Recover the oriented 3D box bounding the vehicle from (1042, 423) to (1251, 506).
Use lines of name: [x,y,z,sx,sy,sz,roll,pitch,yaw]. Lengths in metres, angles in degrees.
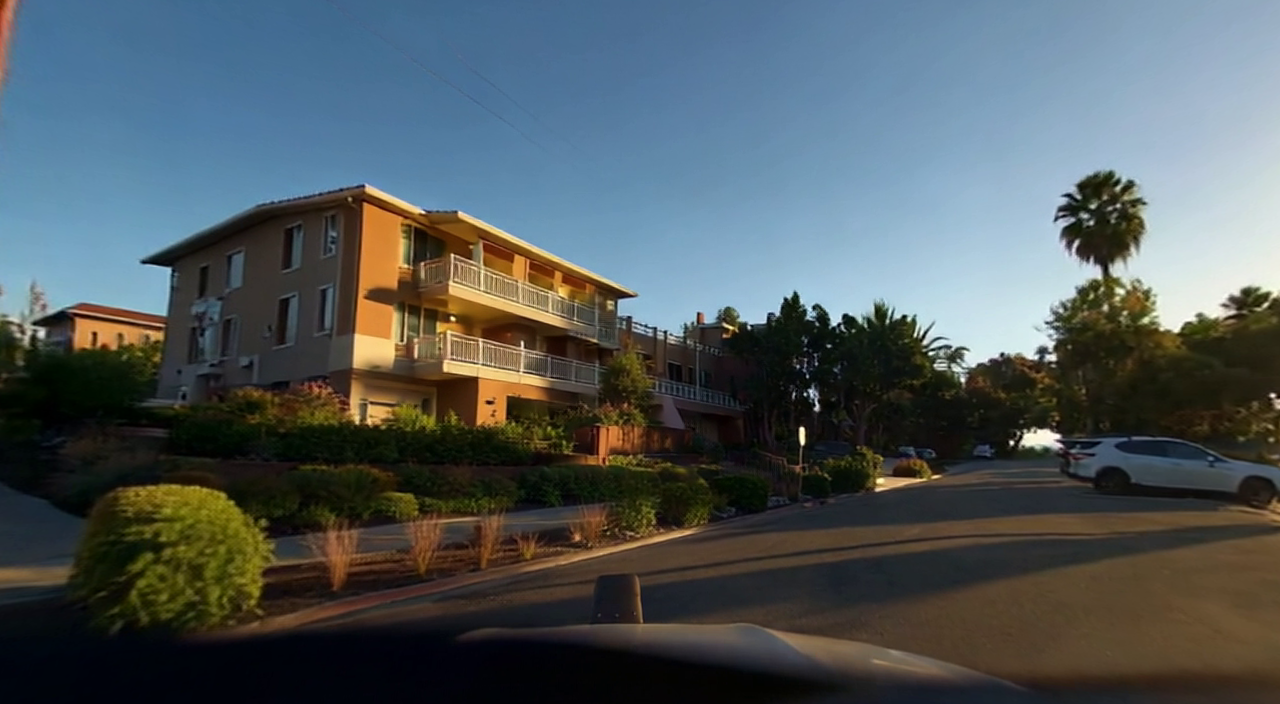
vehicle: [18.844,4.133,24.065,5.872,2.468,2.864,-1,-8,33]
